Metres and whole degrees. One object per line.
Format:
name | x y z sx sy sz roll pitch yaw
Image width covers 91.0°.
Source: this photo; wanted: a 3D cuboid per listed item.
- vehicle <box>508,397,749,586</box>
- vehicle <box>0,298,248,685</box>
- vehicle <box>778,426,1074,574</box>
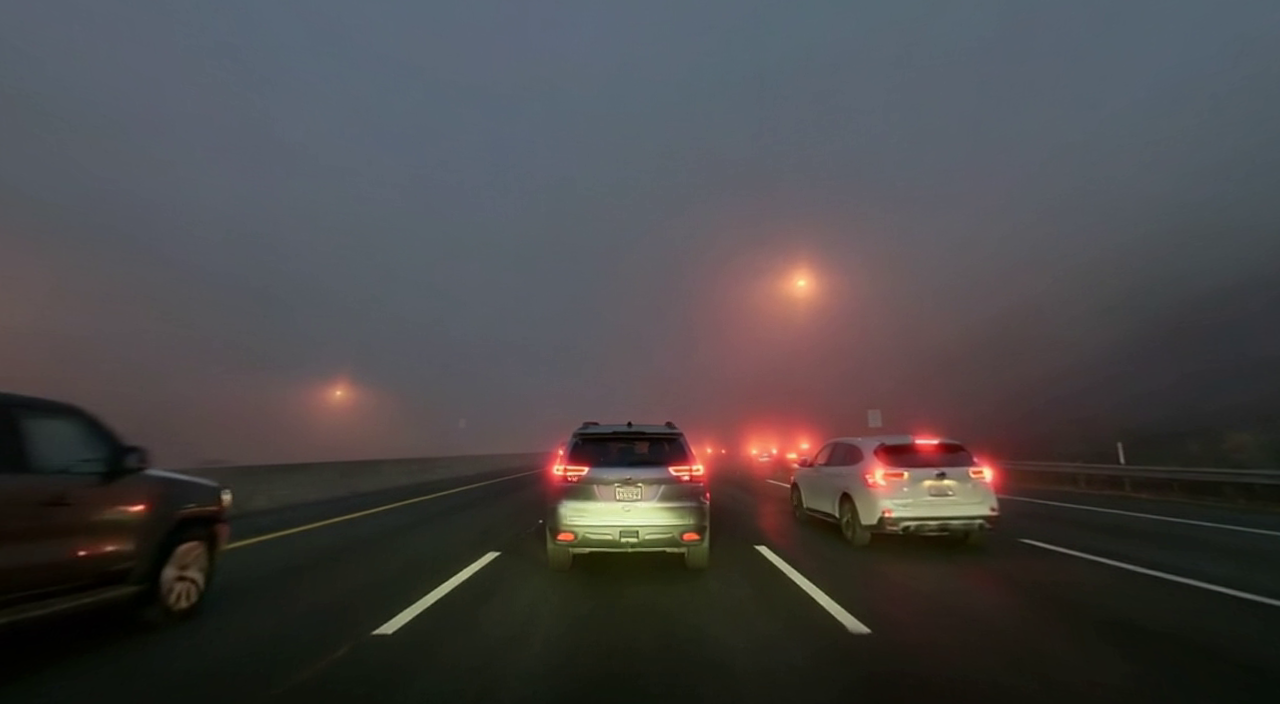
vehicle | -0.182 1.601 7.917 2.230 1.740 3.976 0 -9 -2
vehicle | -4.155 0.603 2.578 2.070 1.862 4.623 0 -9 0
vehicle | 3.508 1.913 8.984 2.028 1.534 4.691 0 -9 0
